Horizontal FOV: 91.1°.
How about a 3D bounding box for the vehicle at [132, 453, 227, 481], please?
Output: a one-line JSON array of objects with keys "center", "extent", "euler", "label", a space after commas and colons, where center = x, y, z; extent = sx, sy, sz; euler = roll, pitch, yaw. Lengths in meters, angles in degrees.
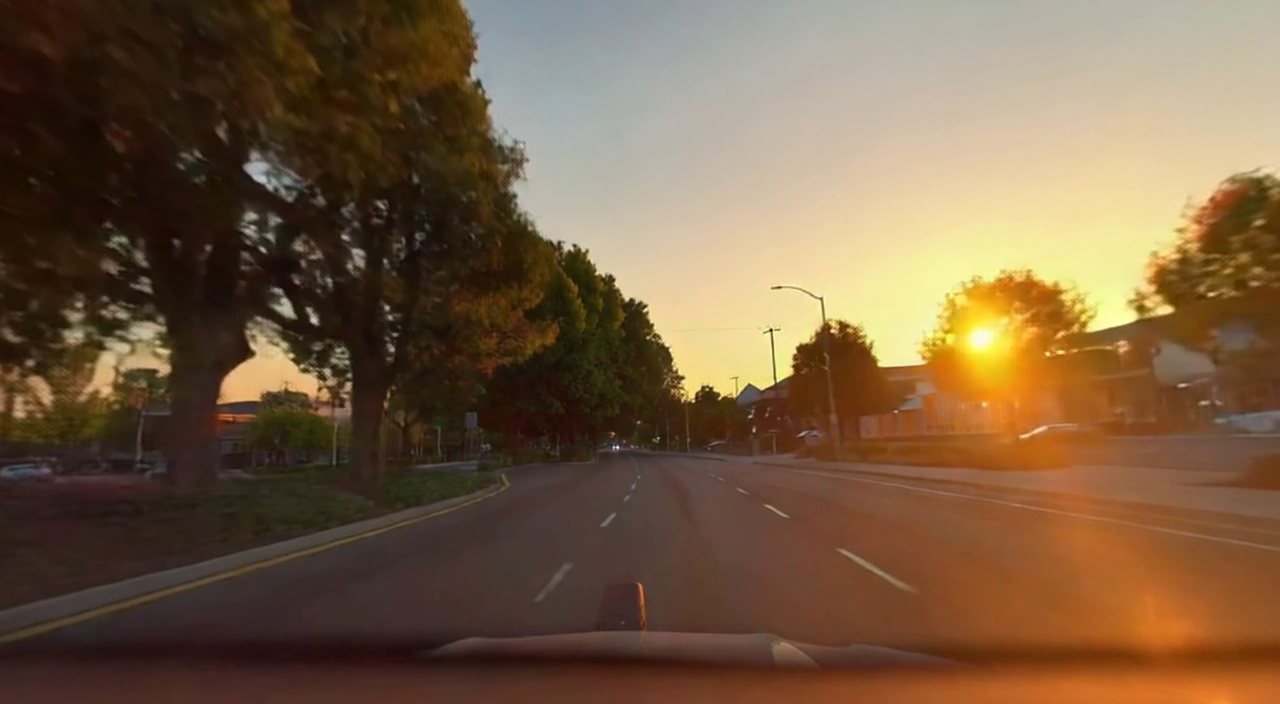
[{"center": [-34.942, 8.714, 47.915], "extent": [2.510, 1.873, 5.815], "euler": [-1, -9, 6], "label": "vehicle"}]
